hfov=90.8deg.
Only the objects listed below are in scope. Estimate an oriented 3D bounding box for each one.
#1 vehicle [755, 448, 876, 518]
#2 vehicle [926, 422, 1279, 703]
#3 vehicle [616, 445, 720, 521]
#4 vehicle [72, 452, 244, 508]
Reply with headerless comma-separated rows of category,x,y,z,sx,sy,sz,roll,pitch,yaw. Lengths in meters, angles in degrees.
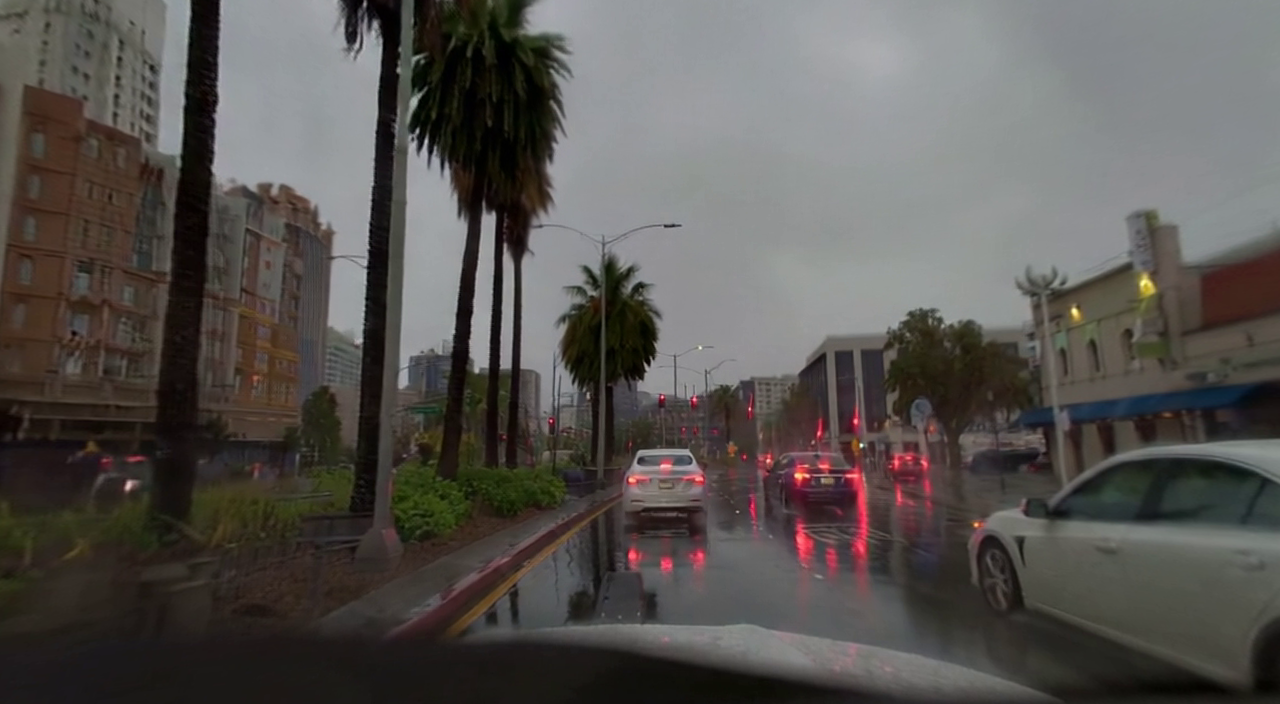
vehicle,4.203,3.170,15.940,1.920,1.490,4.417,-1,-9,2
vehicle,3.688,1.227,3.918,1.913,1.469,4.425,-1,-9,3
vehicle,0.696,2.908,14.555,2.078,1.503,3.681,-1,-9,4
vehicle,-16.495,4.355,22.004,2.078,1.662,4.436,-2,-9,9
